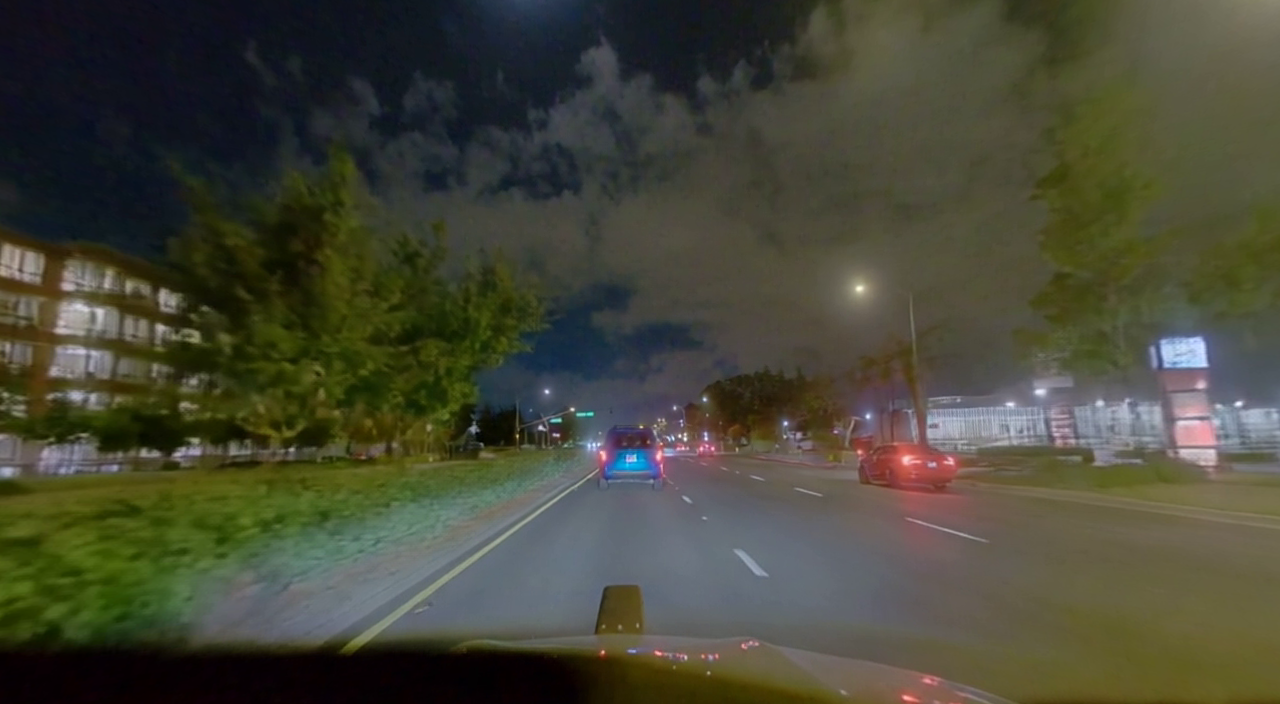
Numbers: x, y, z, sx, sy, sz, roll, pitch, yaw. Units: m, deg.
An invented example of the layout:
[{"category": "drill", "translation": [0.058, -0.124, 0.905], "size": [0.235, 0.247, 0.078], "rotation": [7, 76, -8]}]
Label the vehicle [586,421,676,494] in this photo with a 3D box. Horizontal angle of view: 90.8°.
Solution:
[{"category": "vehicle", "translation": [-0.259, 2.993, 18.163], "size": [2.277, 1.816, 4.192], "rotation": [0, -9, -1]}]

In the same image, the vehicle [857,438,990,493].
[{"category": "vehicle", "translation": [8.440, 3.420, 19.356], "size": [2.002, 1.456, 4.631], "rotation": [0, -9, 1]}]
